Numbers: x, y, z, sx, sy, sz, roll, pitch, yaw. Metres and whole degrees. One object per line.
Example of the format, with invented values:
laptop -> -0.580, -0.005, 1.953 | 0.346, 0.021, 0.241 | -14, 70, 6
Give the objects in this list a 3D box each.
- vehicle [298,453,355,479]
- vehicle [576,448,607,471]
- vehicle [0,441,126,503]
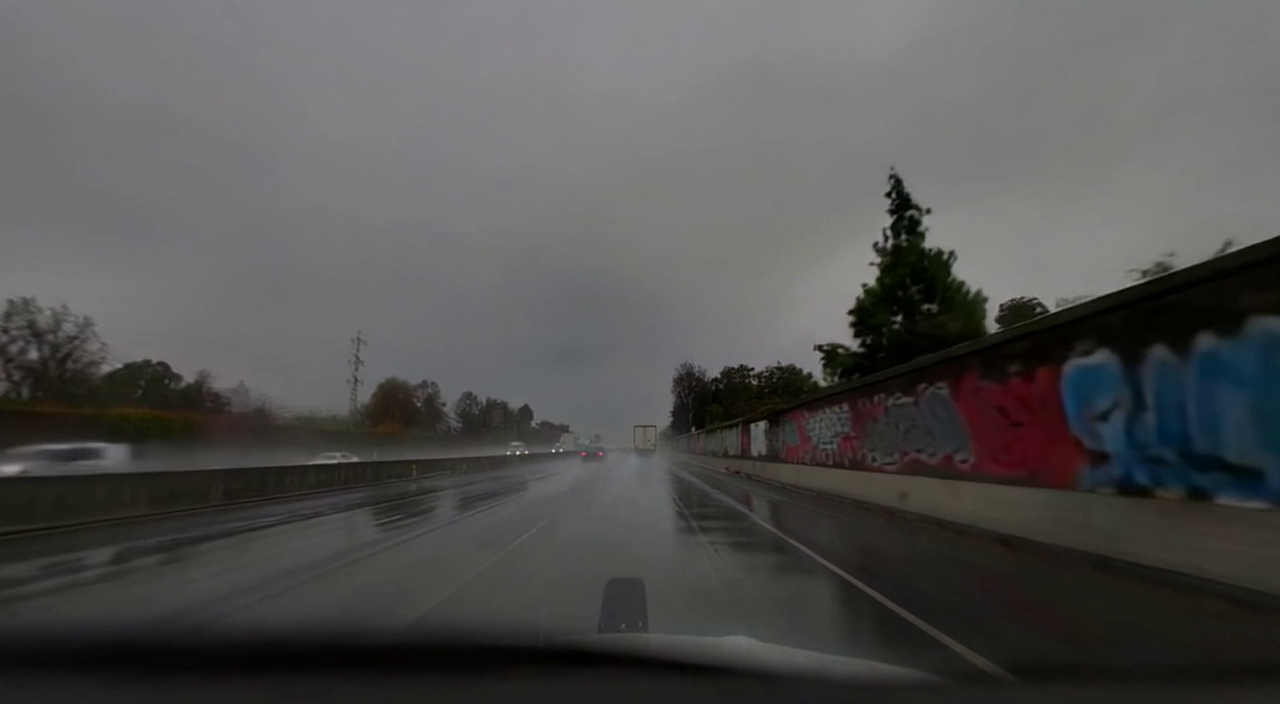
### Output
vehicle -> -22.680, 8.219, 45.790 | 1.758, 1.748, 4.516 | 0, -9, 1
vehicle -> -3.323, 7.472, 44.037 | 1.803, 1.466, 4.509 | 0, -9, 0
vehicle -> -18.094, 3.423, 18.275 | 1.980, 1.638, 5.194 | 0, -9, 0
